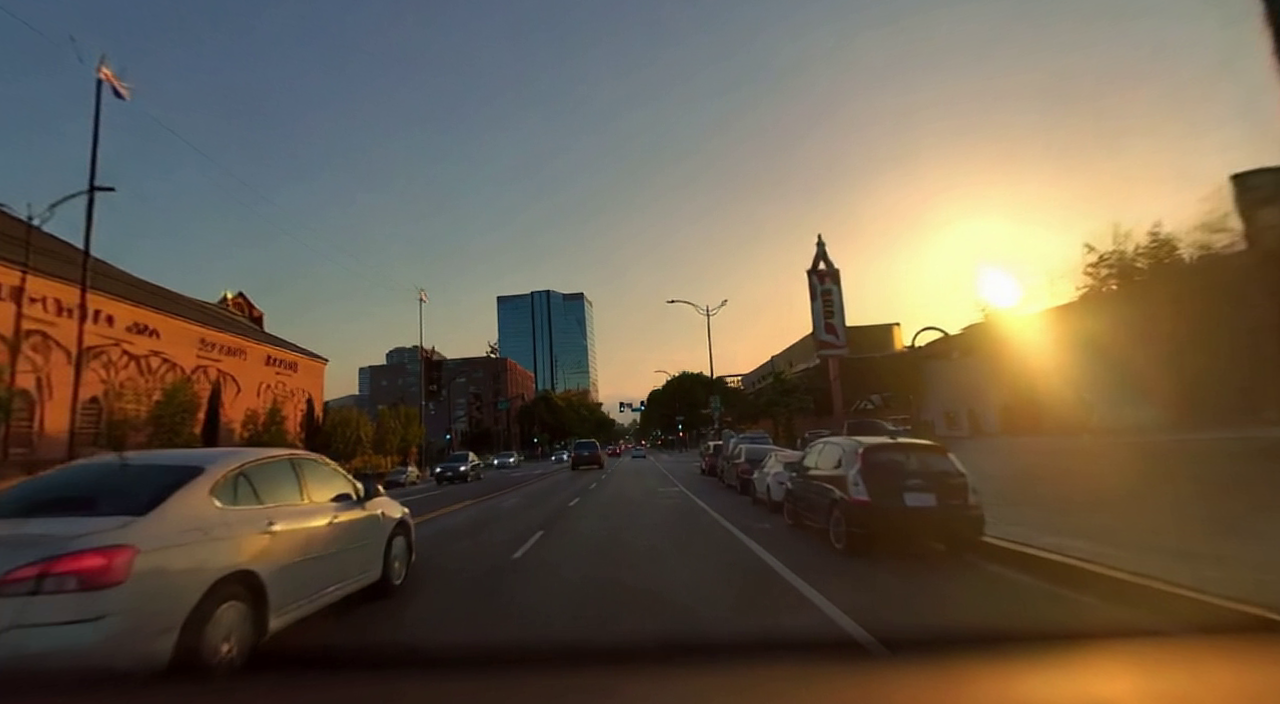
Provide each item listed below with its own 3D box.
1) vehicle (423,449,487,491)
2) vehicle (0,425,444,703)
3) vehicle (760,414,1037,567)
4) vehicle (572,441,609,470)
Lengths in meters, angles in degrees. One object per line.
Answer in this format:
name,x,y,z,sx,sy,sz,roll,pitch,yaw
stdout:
vehicle,-9.084,5.788,31.351,1.965,1.868,4.012,0,-8,0
vehicle,-3.320,1.431,4.932,2.089,1.547,4.635,0,-8,0
vehicle,3.297,1.878,9.339,2.206,1.664,4.578,-1,-9,1
vehicle,-3.550,7.492,45.904,2.293,1.936,4.737,0,-8,0
